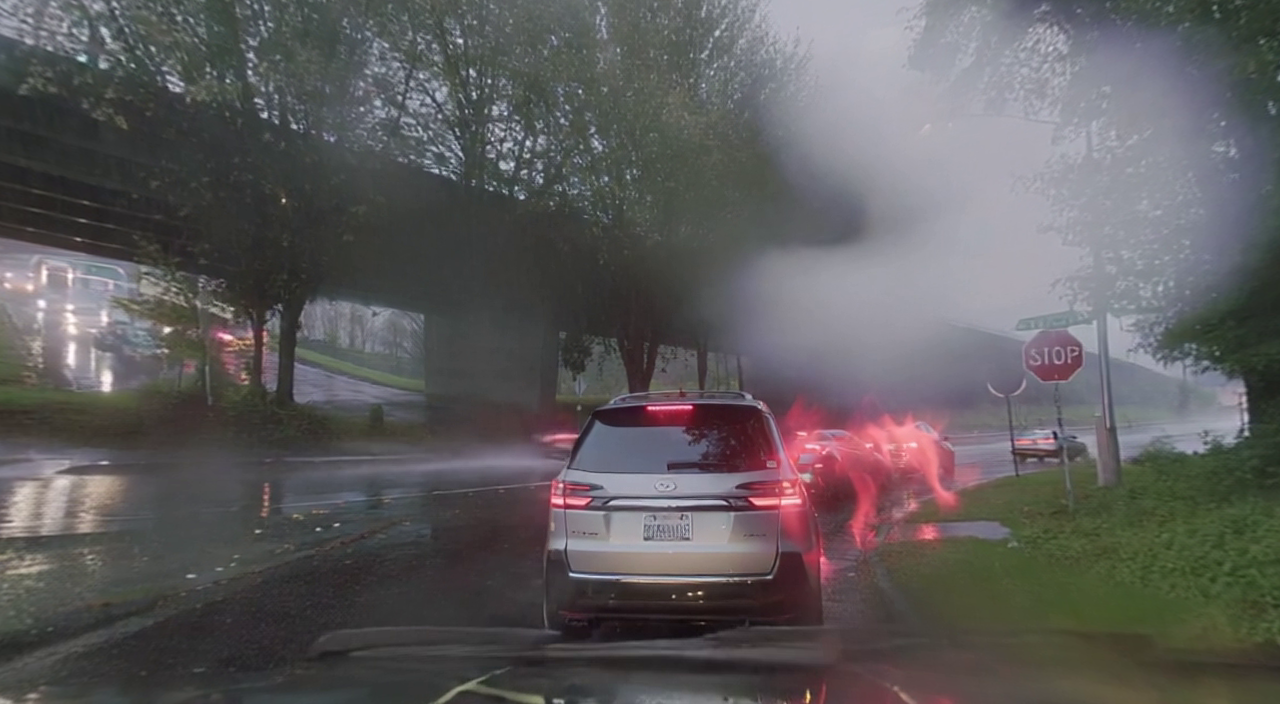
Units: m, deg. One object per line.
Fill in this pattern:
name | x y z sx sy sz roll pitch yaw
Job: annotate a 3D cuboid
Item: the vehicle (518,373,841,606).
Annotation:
vehicle | 0.313 1.391 7.136 2.494 1.804 4.336 0 -9 0
